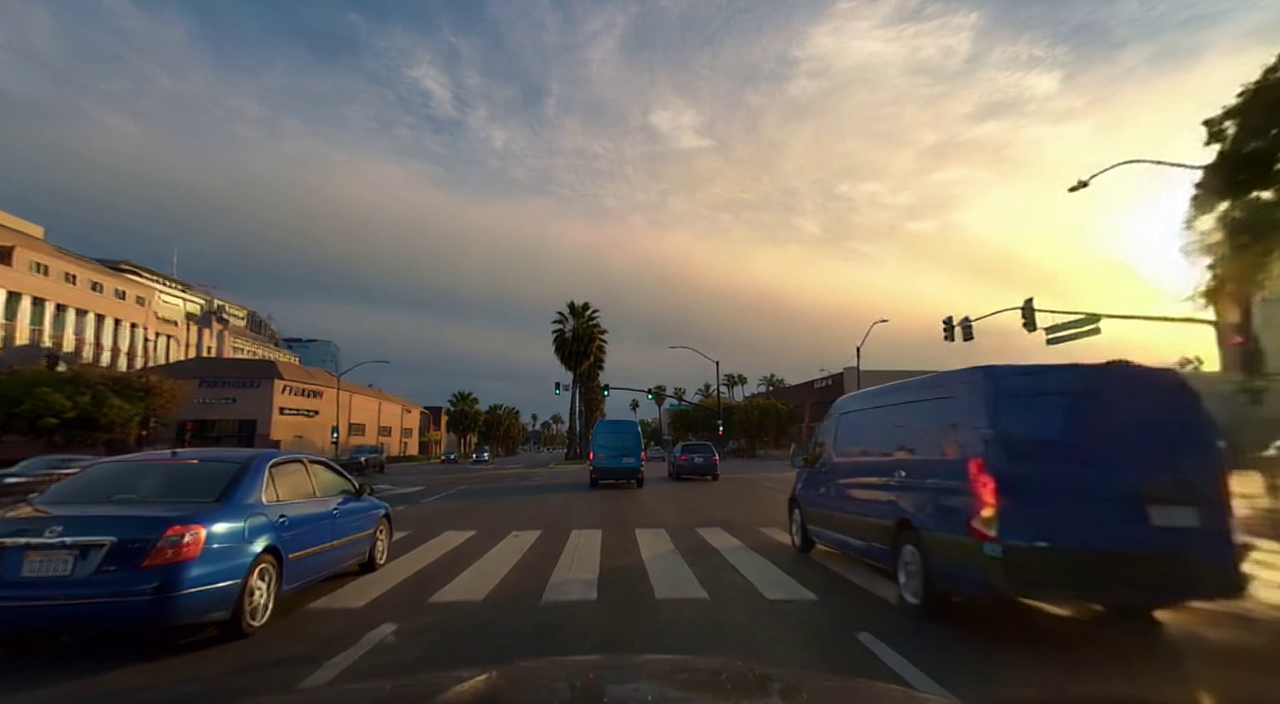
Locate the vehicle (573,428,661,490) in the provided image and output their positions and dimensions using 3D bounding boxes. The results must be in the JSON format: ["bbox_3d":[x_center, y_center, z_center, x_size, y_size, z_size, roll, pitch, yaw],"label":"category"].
[{"bbox_3d":[-0.849,3.916,23.416,2.848,1.991,5.706,0,-9,-2],"label":"vehicle"}]

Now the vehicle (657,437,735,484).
[{"bbox_3d":[2.171,4.425,26.122,2.462,1.736,4.899,0,-9,-4],"label":"vehicle"}]

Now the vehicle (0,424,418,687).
[{"bbox_3d":[-3.806,1.474,5.849,1.997,1.430,4.655,0,-9,-3],"label":"vehicle"}]

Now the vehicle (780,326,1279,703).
[{"bbox_3d":[2.808,1.144,5.055,2.200,1.847,4.618,0,-9,-1],"label":"vehicle"}]
